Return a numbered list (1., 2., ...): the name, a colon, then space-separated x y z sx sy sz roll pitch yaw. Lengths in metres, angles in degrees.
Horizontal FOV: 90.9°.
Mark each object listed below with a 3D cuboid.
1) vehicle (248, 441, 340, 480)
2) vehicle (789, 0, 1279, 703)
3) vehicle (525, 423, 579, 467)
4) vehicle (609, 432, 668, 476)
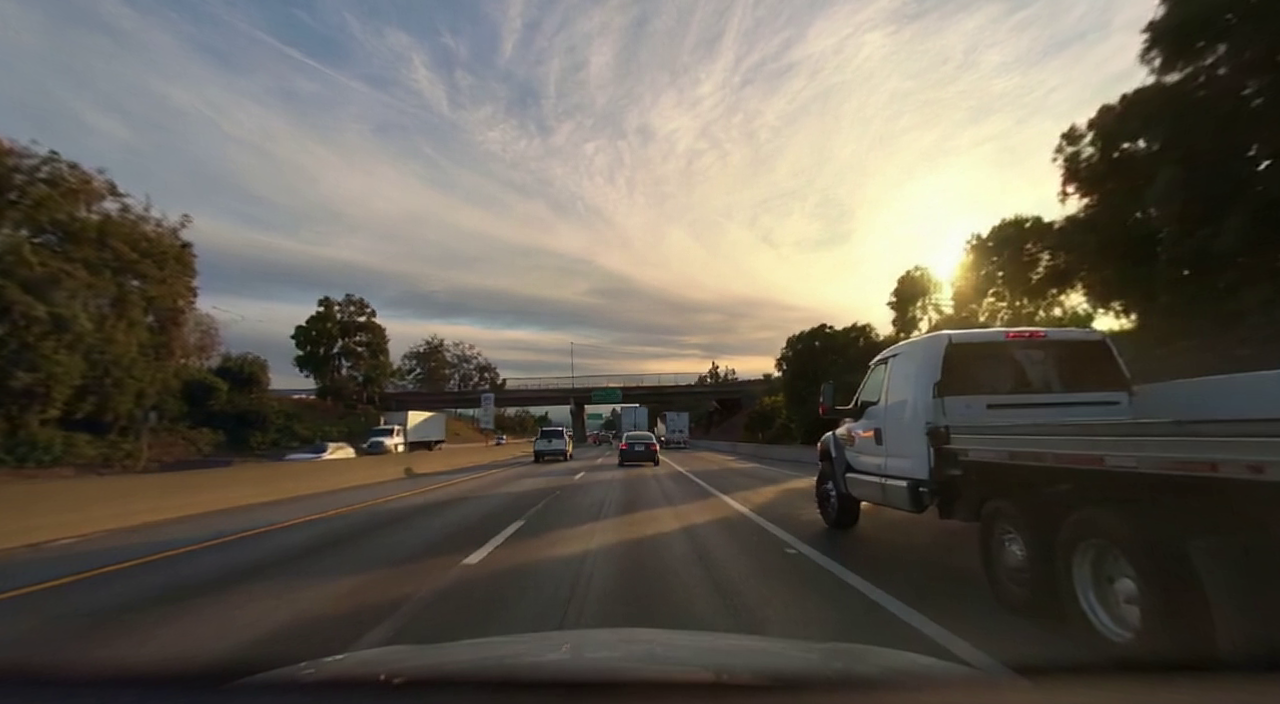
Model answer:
1. vehicle: -16.374 5.126 30.119 1.938 1.653 4.297 0 -8 0
2. vehicle: 3.652 0.233 5.110 2.783 3.483 7.836 0 -8 -1
3. vehicle: -4.277 4.602 31.330 2.013 1.961 4.692 0 -8 0
4. vehicle: -0.082 3.825 23.900 2.059 1.522 3.693 0 -8 -1
